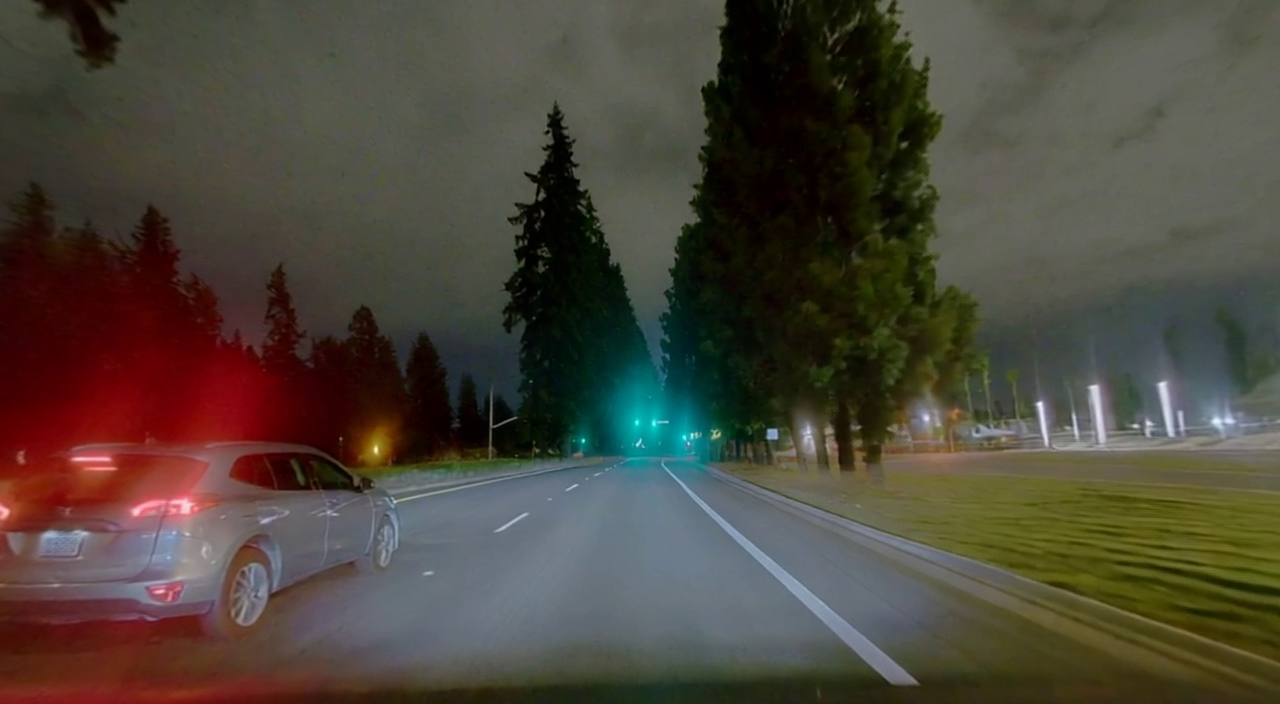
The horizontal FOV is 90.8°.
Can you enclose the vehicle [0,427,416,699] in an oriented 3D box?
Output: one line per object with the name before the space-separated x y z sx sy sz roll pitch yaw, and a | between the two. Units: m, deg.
vehicle | -3.697 1.439 5.515 1.946 1.437 4.154 0 -8 0
